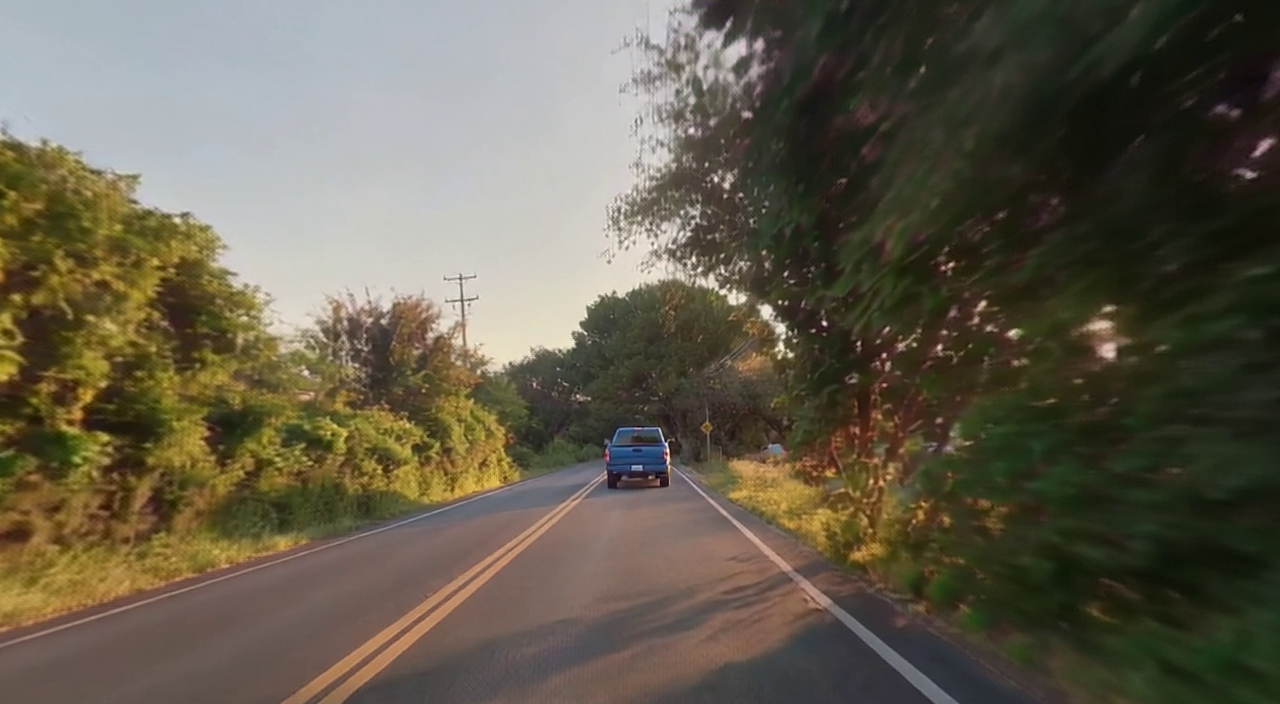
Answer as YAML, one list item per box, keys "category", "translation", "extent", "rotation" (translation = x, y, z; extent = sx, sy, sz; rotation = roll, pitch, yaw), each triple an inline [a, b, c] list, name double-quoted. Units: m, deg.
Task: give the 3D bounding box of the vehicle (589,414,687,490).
- category: "vehicle"
  translation: [-0.098, 3.690, 23.437]
  extent: [3.021, 2.326, 7.410]
  rotation: [0, -9, -1]
